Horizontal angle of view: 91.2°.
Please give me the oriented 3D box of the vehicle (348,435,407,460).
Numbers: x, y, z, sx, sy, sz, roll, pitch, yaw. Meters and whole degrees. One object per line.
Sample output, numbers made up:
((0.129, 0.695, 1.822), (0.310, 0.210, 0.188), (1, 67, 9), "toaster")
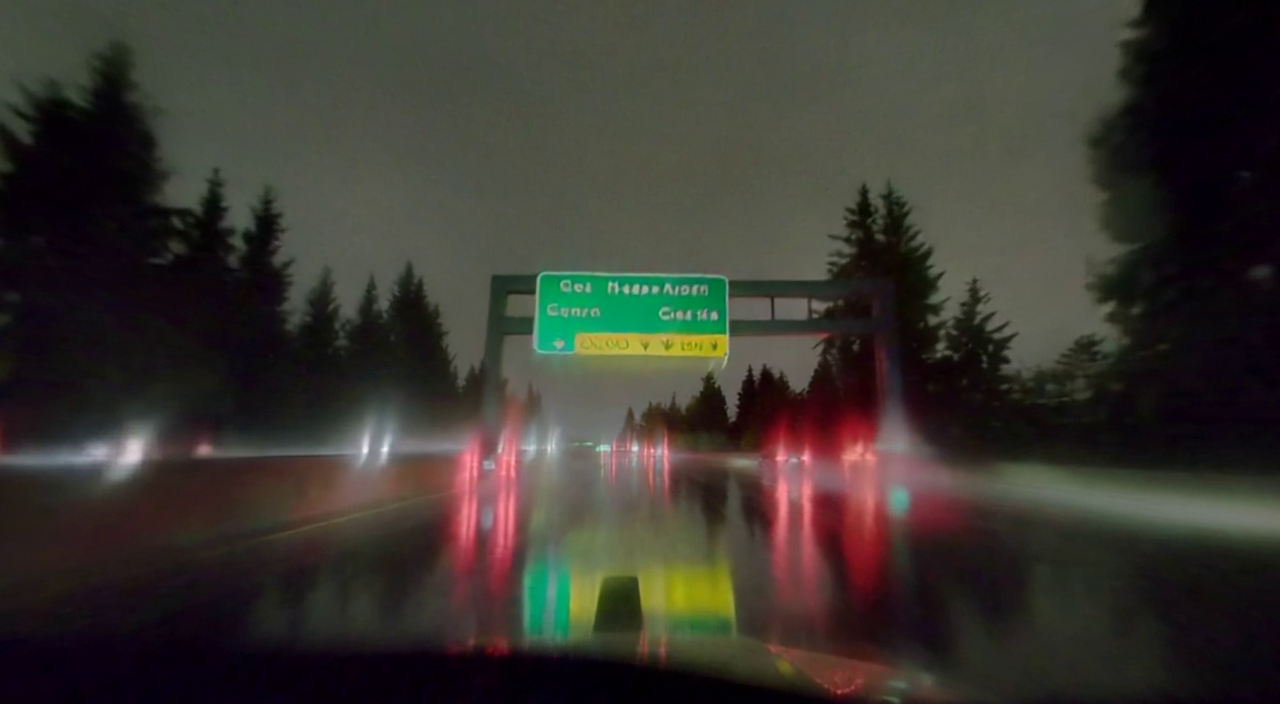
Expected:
((-17.925, 6.586, 43.057), (1.998, 1.562, 5.127), (0, -9, -2), "vehicle")

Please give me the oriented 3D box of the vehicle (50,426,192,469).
((-21.067, 3.935, 25.761), (1.896, 1.566, 4.673), (0, -9, -1), "vehicle")

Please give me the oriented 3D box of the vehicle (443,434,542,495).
((-4.294, 3.338, 18.901), (2.071, 1.615, 3.868), (0, -9, 0), "vehicle")
